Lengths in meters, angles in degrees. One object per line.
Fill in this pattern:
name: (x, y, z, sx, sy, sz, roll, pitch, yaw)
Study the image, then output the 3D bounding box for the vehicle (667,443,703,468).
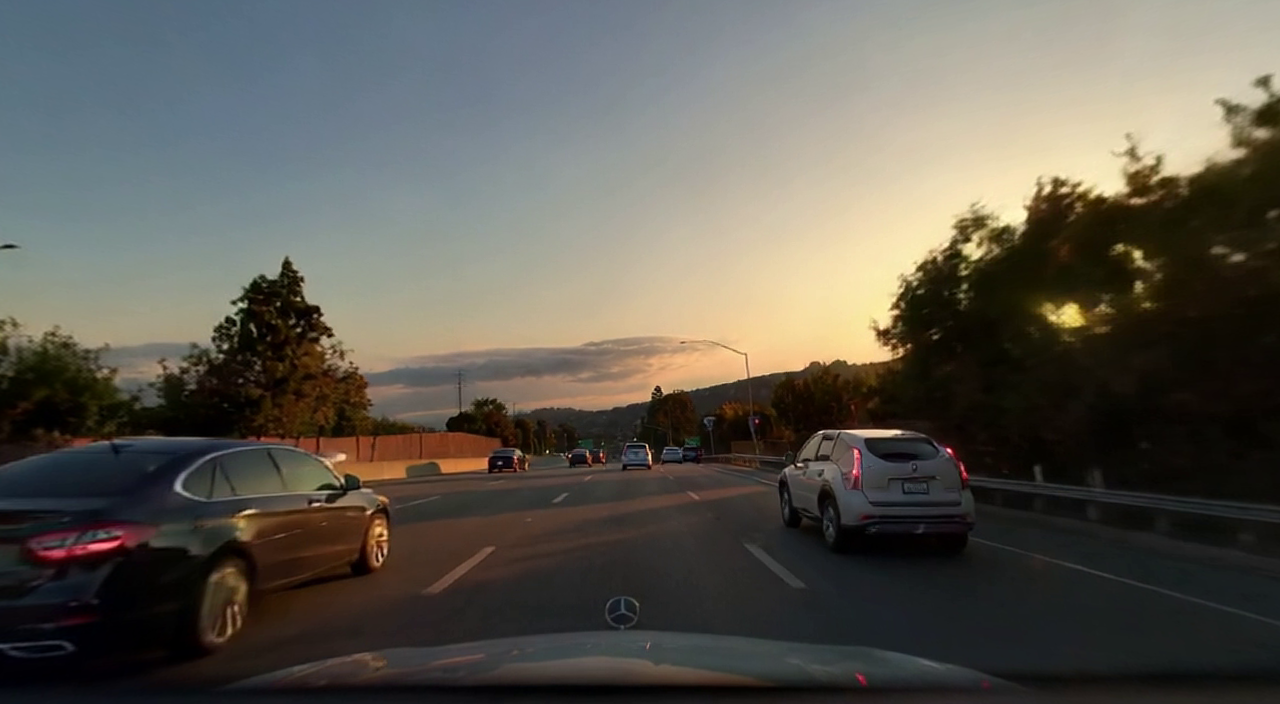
vehicle: (3.263, 7.619, 46.703, 2.320, 1.735, 4.408, 0, -8, 0)

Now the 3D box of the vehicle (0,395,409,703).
vehicle: (-3.392, 1.156, 3.866, 2.130, 1.514, 4.766, 0, -8, 0)

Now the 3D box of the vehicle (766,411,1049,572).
vehicle: (3.351, 1.846, 9.154, 2.029, 1.716, 4.545, 0, -8, -1)

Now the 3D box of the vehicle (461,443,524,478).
vehicle: (-7.003, 5.177, 30.398, 1.980, 1.519, 4.147, 0, -8, 1)

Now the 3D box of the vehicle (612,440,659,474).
vehicle: (-0.259, 5.657, 34.300, 2.408, 1.748, 4.217, 0, -8, -1)

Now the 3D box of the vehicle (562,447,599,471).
vehicle: (-3.805, 6.951, 41.378, 1.968, 1.473, 4.209, 0, -8, 1)
